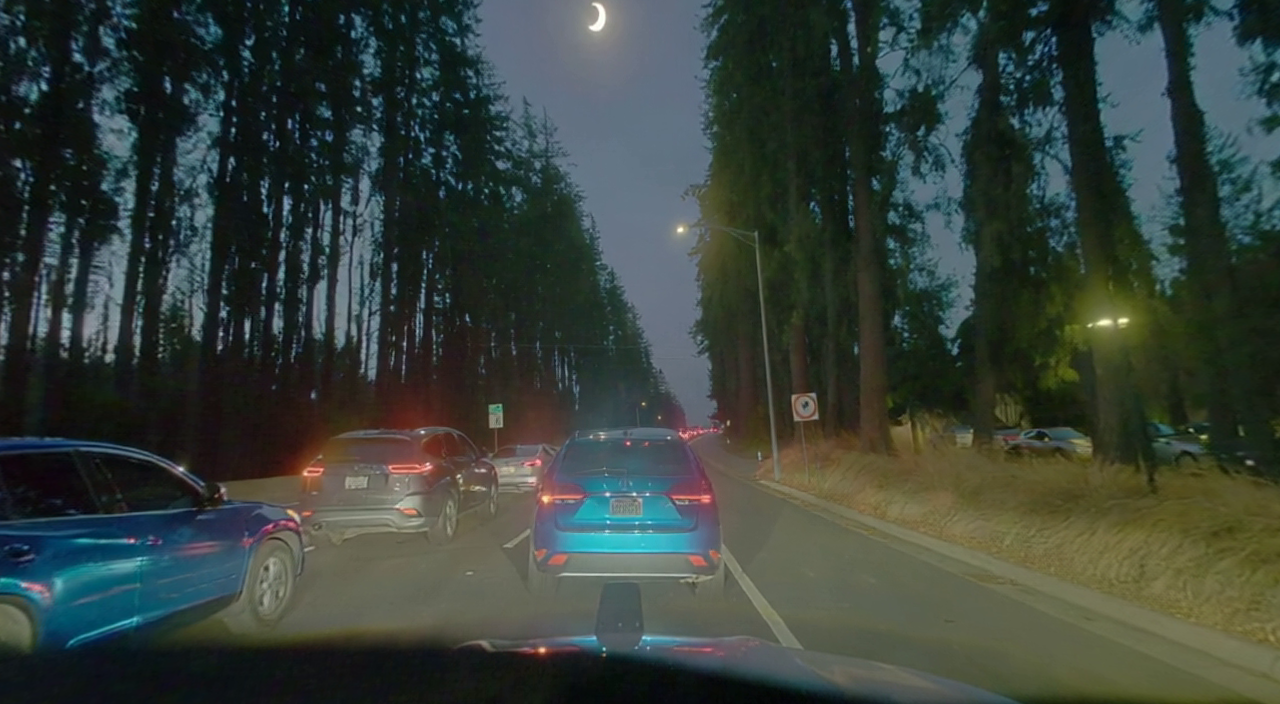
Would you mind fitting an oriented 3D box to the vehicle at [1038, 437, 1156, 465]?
[{"bbox_3d":[28.488,6.180,39.471,5.955,1.702,2.166,1,-8,-6],"label":"vehicle"}]

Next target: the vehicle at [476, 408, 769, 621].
[{"bbox_3d":[-0.032,1.524,6.832,2.229,1.591,3.897,-1,-8,3],"label":"vehicle"}]

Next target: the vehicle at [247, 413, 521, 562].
[{"bbox_3d":[-3.482,1.947,9.855,2.188,1.745,4.618,0,-8,2],"label":"vehicle"}]

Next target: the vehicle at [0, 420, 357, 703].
[{"bbox_3d":[-3.662,1.166,3.621,1.922,1.464,4.424,0,-8,2],"label":"vehicle"}]
